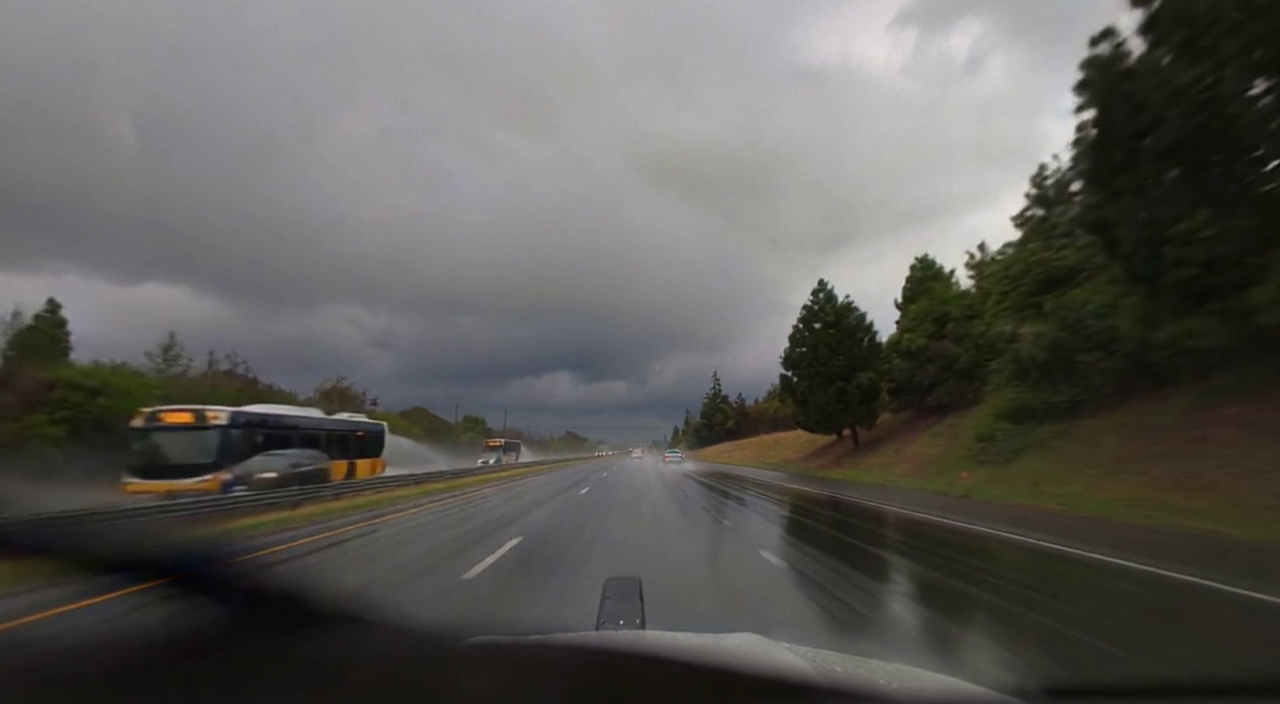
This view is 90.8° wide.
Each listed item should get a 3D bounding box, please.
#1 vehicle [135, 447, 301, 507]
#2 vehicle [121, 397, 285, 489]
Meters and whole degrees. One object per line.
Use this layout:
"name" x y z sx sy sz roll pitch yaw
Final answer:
"vehicle" -12.757 3.764 19.485 2.113 1.636 4.288 0 -9 0
"vehicle" -20.391 4.340 30.036 3.233 3.934 6.032 0 -9 0
